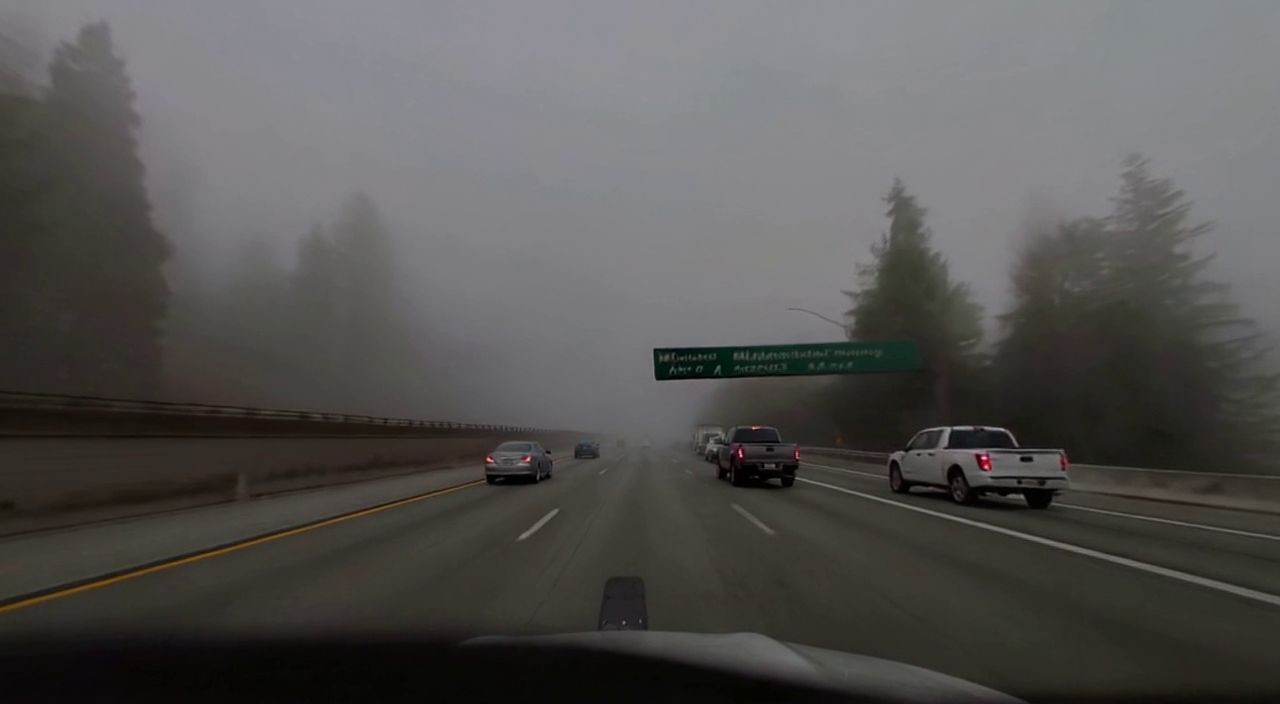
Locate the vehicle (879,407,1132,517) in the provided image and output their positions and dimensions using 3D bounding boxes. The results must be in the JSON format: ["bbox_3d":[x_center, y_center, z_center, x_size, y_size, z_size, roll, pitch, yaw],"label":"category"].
[{"bbox_3d":[7.659,2.401,14.231,2.291,1.968,5.662,0,-9,0],"label":"vehicle"}]

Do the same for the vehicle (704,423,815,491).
[{"bbox_3d":[3.727,3.435,20.979,2.517,1.935,5.552,0,-9,-1],"label":"vehicle"}]

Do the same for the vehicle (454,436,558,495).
[{"bbox_3d":[-3.673,3.193,18.095,1.978,1.473,4.073,0,-9,1],"label":"vehicle"}]

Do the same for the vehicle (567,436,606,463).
[{"bbox_3d":[-3.345,6.208,40.216,2.020,1.628,4.248,0,-9,1],"label":"vehicle"}]
